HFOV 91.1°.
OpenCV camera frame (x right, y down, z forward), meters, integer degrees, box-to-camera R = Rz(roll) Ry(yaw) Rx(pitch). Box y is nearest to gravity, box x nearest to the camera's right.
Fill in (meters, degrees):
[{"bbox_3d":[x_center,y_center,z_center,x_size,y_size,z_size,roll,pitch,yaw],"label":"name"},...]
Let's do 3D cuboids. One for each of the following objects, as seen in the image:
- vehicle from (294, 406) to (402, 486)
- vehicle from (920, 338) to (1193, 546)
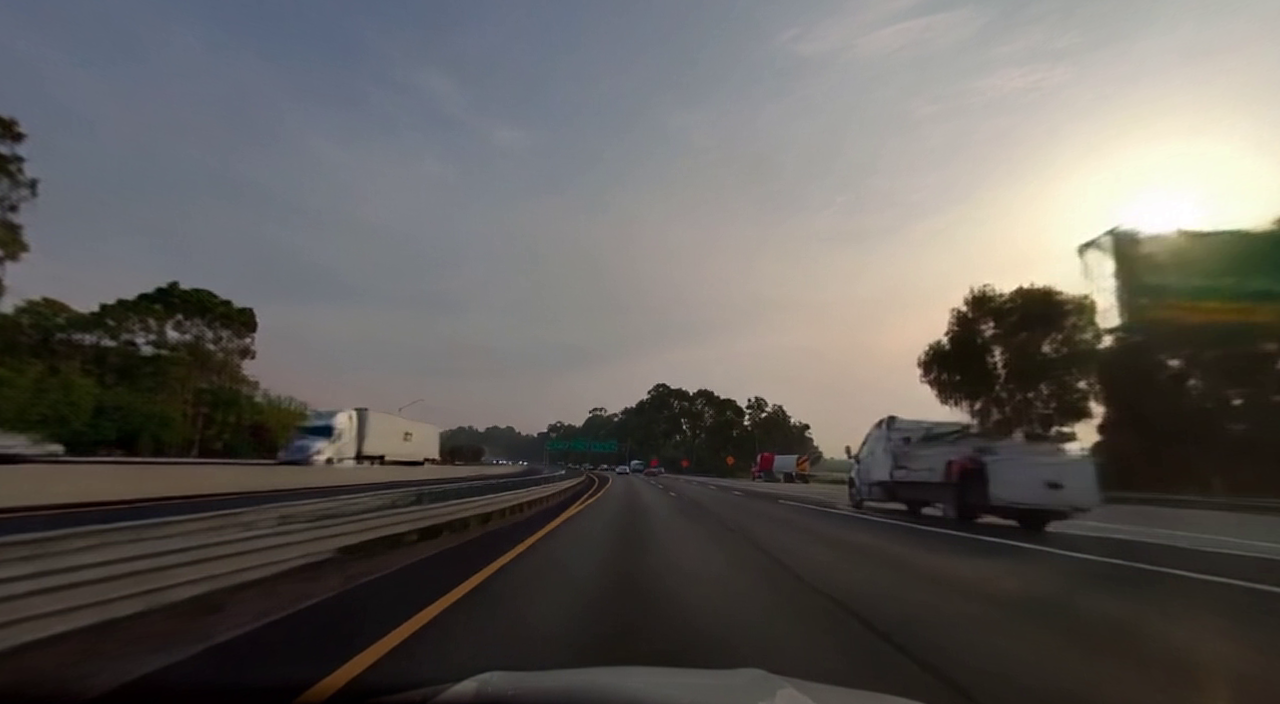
[{"bbox_3d":[-15.517,5.182,33.978,2.937,3.831,6.132,1,-11,-3],"label":"vehicle"},{"bbox_3d":[8.369,1.976,13.474,2.282,3.633,4.740,1,-11,-2],"label":"vehicle"}]
